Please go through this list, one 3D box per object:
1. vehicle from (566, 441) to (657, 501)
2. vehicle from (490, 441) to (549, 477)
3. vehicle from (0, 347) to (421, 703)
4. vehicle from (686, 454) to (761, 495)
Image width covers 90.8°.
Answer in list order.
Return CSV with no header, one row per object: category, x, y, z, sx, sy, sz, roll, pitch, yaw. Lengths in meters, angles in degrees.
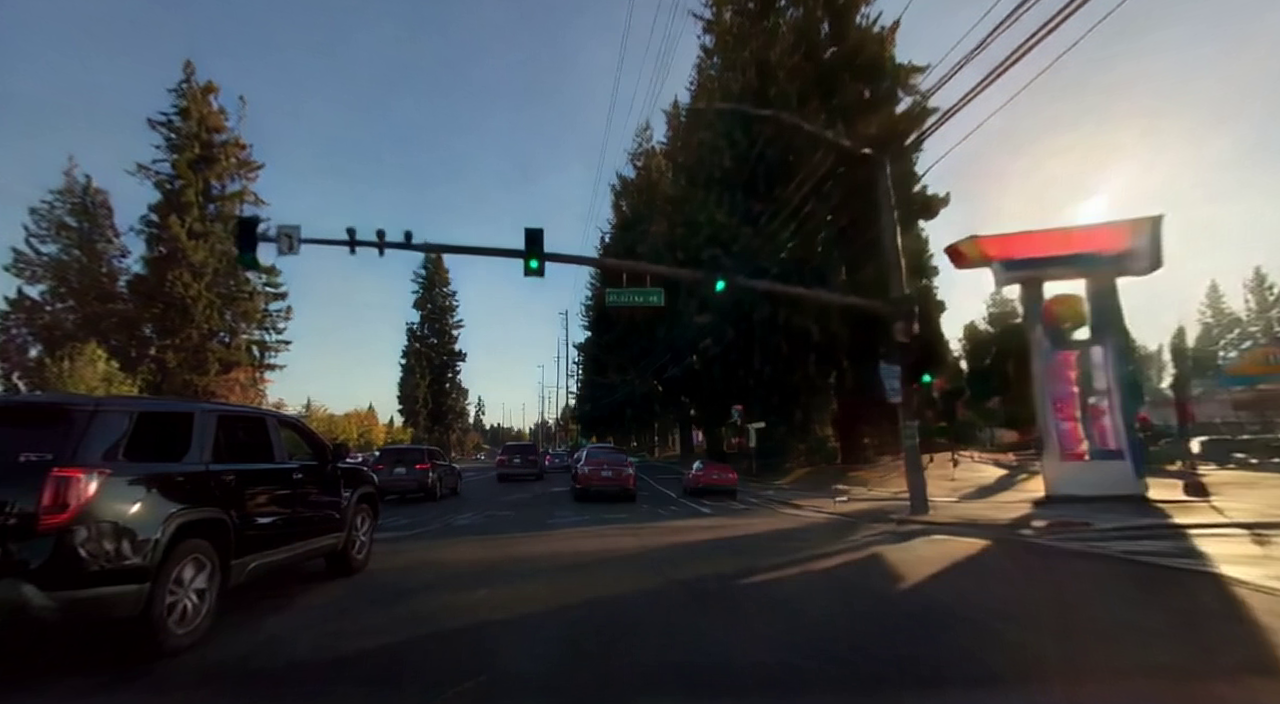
vehicle,-0.672,3.167,17.285,2.189,1.437,4.135,0,-8,0
vehicle,-6.867,6.142,36.542,2.385,1.918,5.056,0,-8,0
vehicle,-3.464,1.125,4.889,1.922,1.642,4.547,0,-8,0
vehicle,2.988,4.489,23.582,2.065,1.302,4.416,0,-8,-1
